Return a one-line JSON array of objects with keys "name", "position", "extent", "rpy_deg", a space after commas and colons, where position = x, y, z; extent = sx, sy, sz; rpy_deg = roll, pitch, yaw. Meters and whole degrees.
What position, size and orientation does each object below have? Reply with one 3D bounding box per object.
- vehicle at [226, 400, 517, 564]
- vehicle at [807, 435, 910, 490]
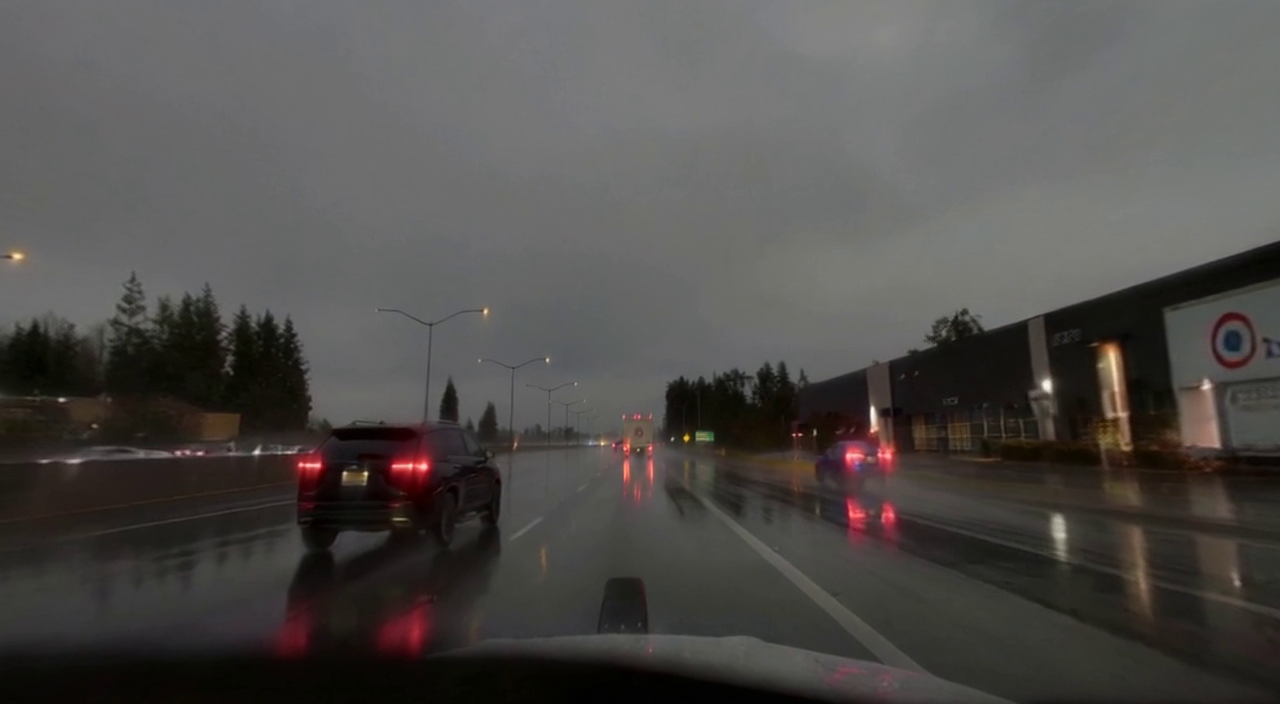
[{"name": "vehicle", "position": [-3.496, 1.826, 9.559], "extent": [2.178, 1.826, 4.933], "rpy_deg": [0, -9, 1]}, {"name": "vehicle", "position": [7.289, 3.716, 21.467], "extent": [1.958, 1.681, 4.109], "rpy_deg": [0, -9, -1]}]
